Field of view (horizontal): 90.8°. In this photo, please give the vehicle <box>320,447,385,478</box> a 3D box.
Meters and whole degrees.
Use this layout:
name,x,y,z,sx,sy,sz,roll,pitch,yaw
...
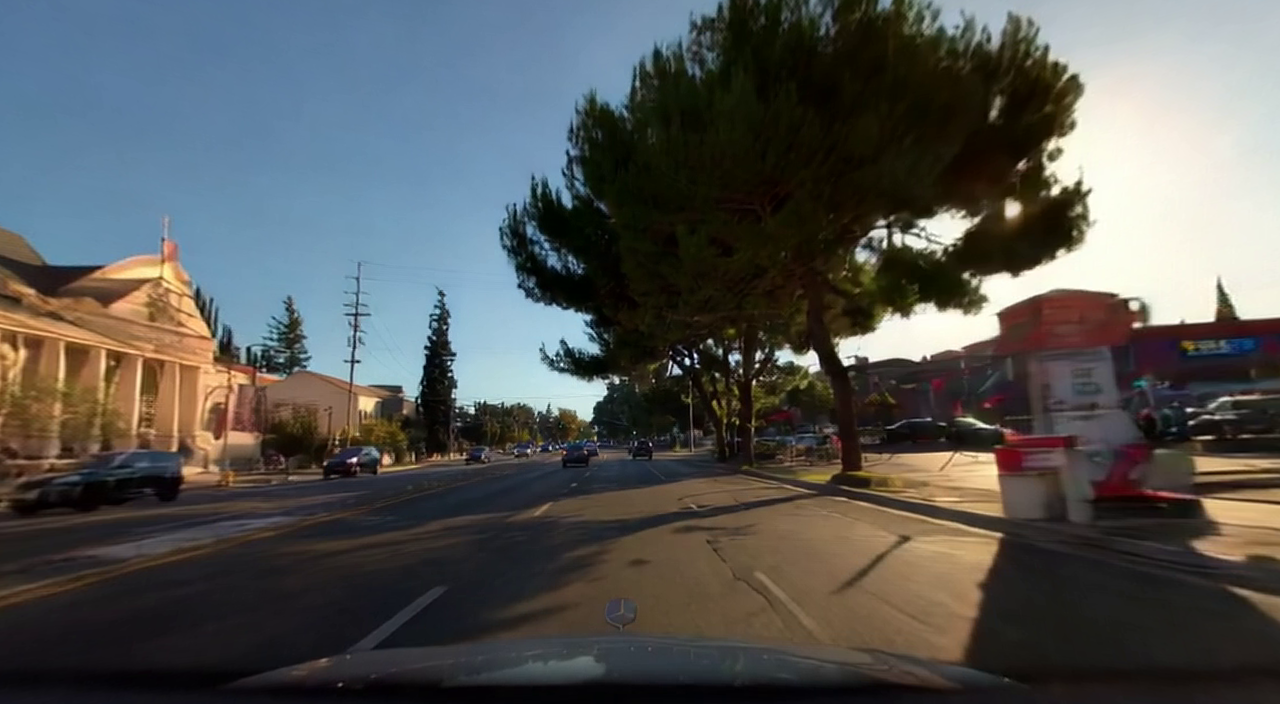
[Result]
name,x,y,z,sx,sy,sz,roll,pitch,yaw
vehicle,-18.788,7.214,41.565,2.129,1.797,4.866,-3,-8,-1

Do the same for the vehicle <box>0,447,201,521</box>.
name,x,y,z,sx,sy,sz,roll,pitch,yaw
vehicle,-14.896,3.518,17.507,2.011,1.655,5.029,-2,-8,-2
